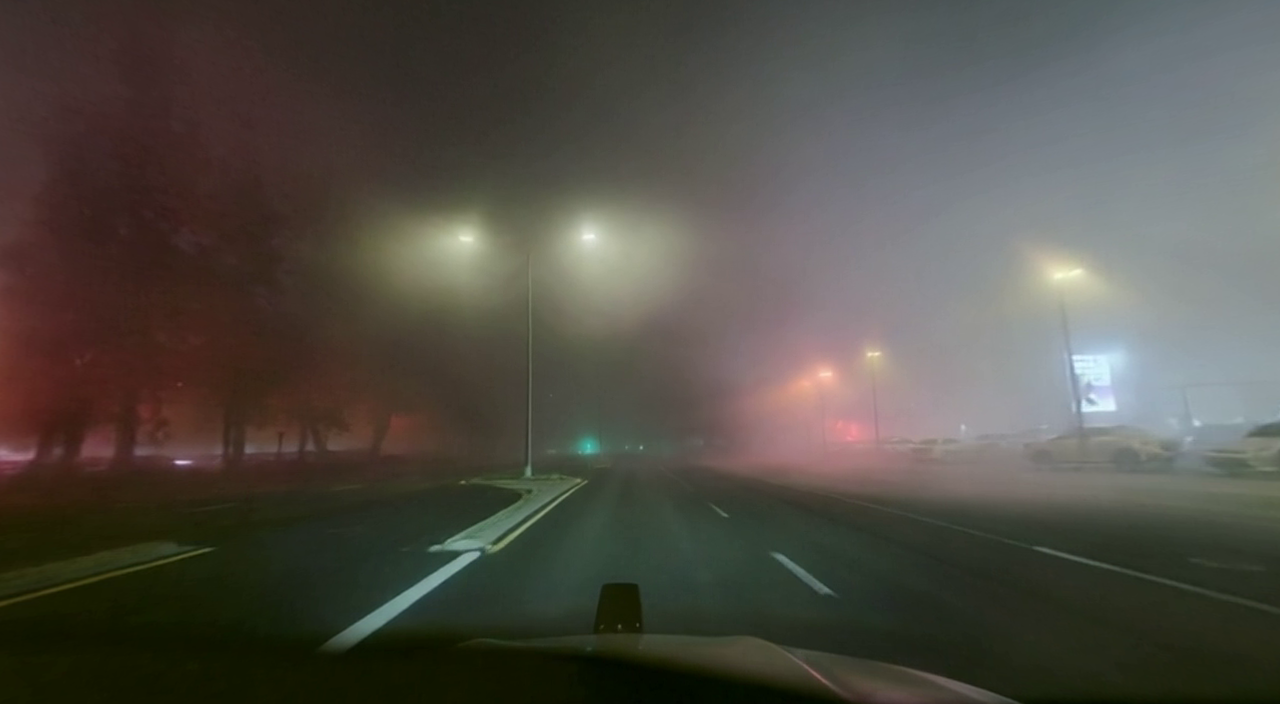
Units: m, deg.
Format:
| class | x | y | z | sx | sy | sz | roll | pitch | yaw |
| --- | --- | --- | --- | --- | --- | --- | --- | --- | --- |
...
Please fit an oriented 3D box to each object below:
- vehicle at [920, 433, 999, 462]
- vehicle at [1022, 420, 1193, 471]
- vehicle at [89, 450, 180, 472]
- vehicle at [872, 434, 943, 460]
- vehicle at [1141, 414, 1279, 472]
| class | x | y | z | sx | sy | sz | roll | pitch | yaw |
| --- | --- | --- | --- | --- | --- | --- | --- | --- | --- |
| vehicle | 18.948 | 5.634 | 37.413 | 4.515 | 1.606 | 1.910 | 5 | -10 | -30 |
| vehicle | 17.204 | 3.510 | 23.742 | 2.196 | 1.667 | 5.262 | 0 | -8 | -3 |
| vehicle | -36.894 | 7.939 | 46.211 | 1.861 | 1.463 | 4.791 | -6 | -10 | 35 |
| vehicle | 18.258 | 6.464 | 43.109 | 4.493 | 1.632 | 1.985 | 4 | -10 | -28 |
| vehicle | 17.427 | 2.658 | 18.486 | 1.841 | 1.471 | 4.367 | -2 | -9 | -1 |
